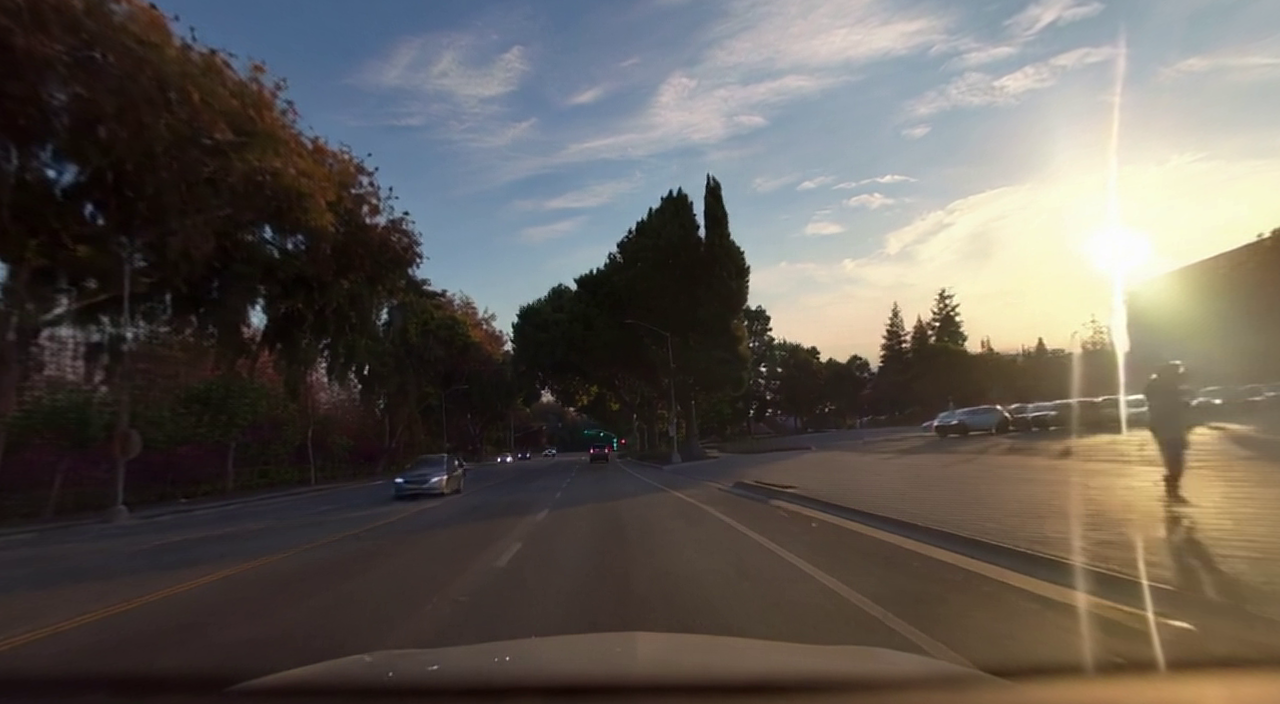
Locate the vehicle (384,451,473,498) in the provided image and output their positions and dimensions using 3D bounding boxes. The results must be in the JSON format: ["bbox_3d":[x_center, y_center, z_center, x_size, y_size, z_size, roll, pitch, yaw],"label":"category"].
[{"bbox_3d":[-7.688,4.466,23.438,2.033,1.511,4.247,0,-8,-3],"label":"vehicle"}]
